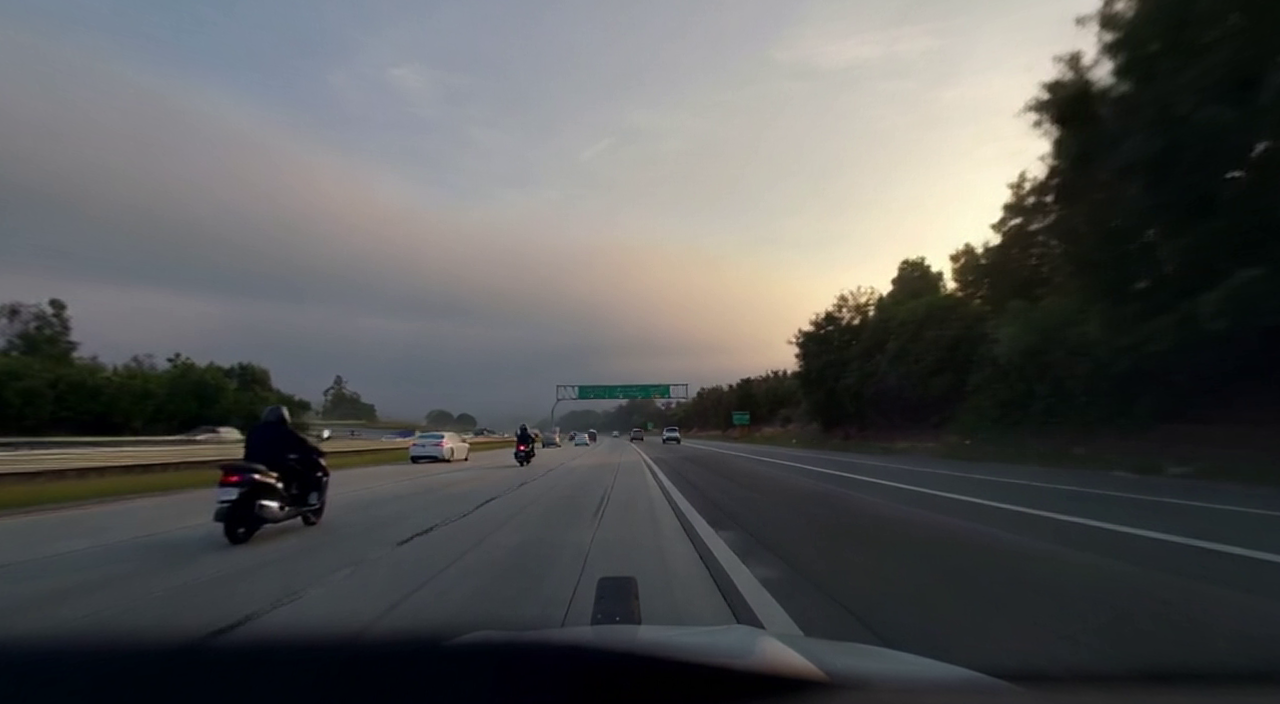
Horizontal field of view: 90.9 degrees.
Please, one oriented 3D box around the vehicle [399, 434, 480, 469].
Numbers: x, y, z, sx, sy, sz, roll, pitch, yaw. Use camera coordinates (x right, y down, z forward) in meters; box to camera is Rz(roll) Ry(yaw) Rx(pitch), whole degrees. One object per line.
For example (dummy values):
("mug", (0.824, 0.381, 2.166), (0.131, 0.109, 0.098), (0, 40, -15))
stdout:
("vehicle", (-8.692, 4.324, 27.798), (2.053, 1.409, 4.704), (0, -8, -1))
